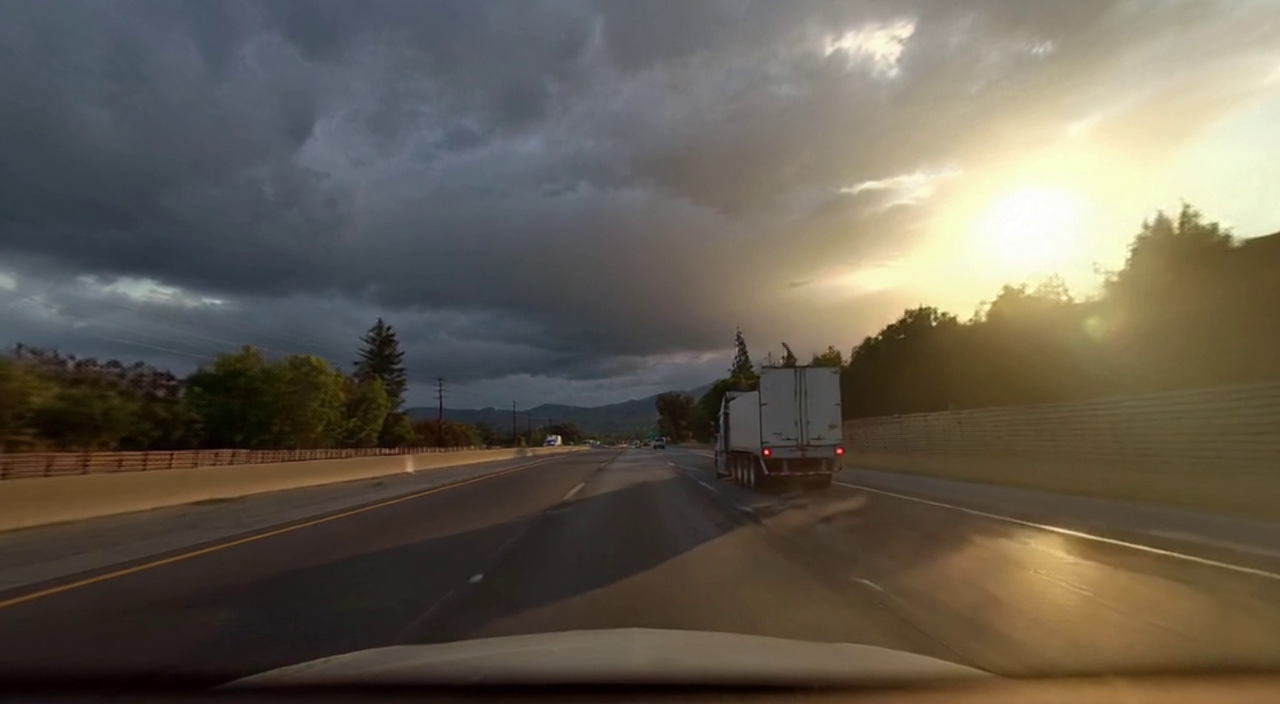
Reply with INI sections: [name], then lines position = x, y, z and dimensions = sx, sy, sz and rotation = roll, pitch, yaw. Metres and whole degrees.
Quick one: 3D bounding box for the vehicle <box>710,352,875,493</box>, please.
[vehicle]
position = 4.060, 2.204, 18.941
dimensions = 2.766, 3.349, 7.796
rotation = 0, -8, -2
